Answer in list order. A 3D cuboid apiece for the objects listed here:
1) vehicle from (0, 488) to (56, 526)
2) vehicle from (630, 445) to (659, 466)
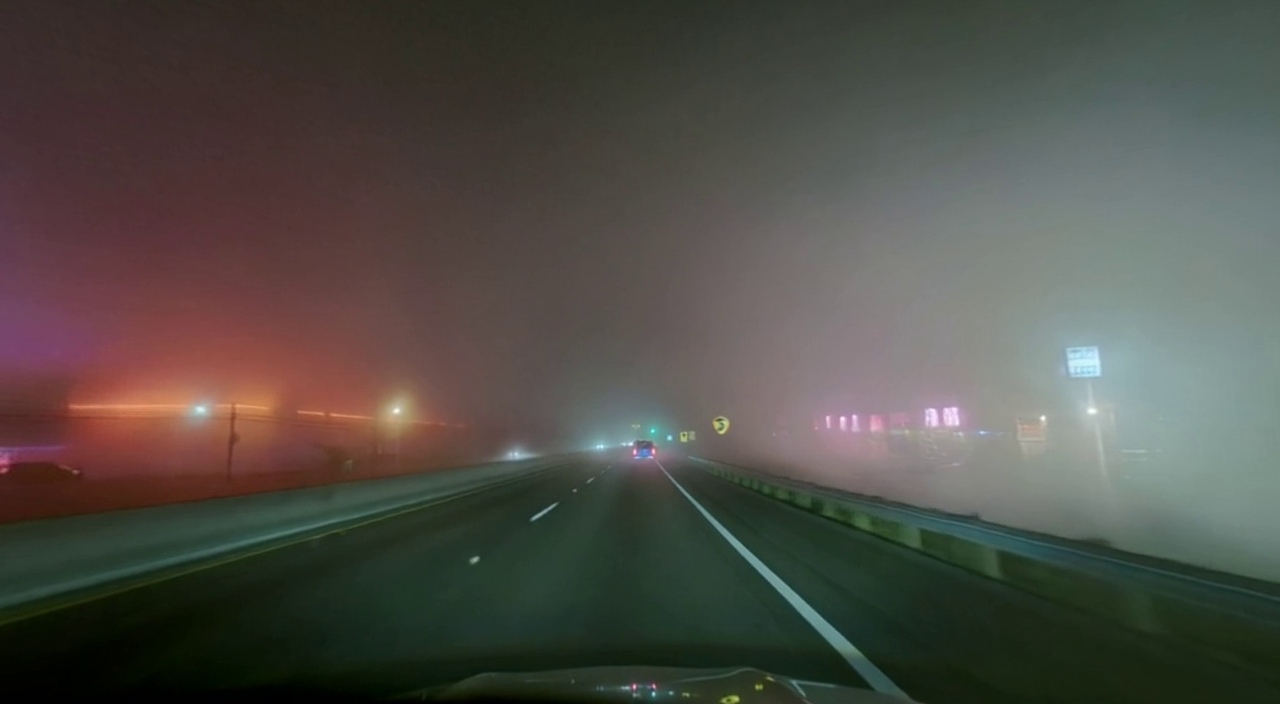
[{"bbox_3d":[-30.002,7.349,29.966,1.803,1.413,4.306,4,-10,-24],"label":"vehicle"},{"bbox_3d":[0.325,7.621,46.474,2.014,1.507,3.960,0,-9,0],"label":"vehicle"}]
